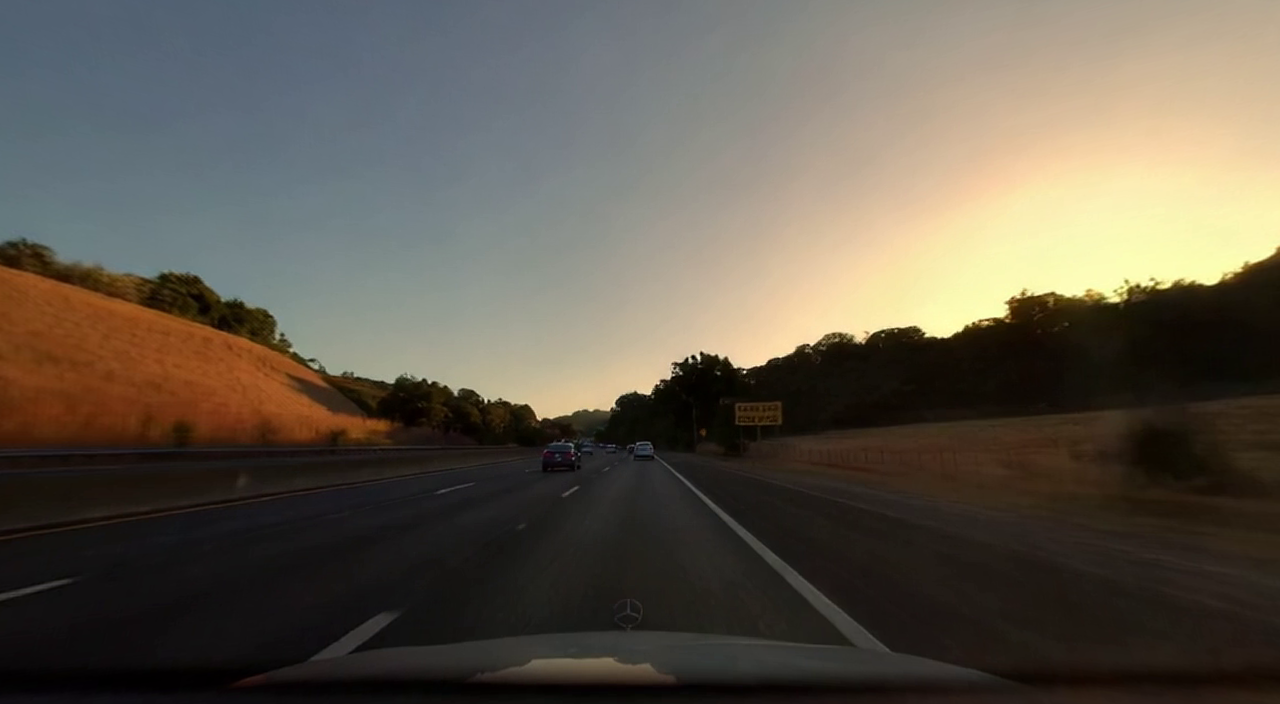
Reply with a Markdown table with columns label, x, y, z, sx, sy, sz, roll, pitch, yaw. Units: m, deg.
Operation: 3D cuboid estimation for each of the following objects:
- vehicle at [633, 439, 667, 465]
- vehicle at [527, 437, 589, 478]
| label | x | y | z | sx | sy | sz | roll | pitch | yaw |
| --- | --- | --- | --- | --- | --- | --- | --- | --- | --- |
| vehicle | 0.734 | 6.954 | 44.163 | 2.259 | 1.697 | 4.106 | 0 | -8 | 1 |
| vehicle | -3.527 | 4.628 | 27.943 | 2.028 | 1.634 | 4.441 | -1 | -8 | 2 |
